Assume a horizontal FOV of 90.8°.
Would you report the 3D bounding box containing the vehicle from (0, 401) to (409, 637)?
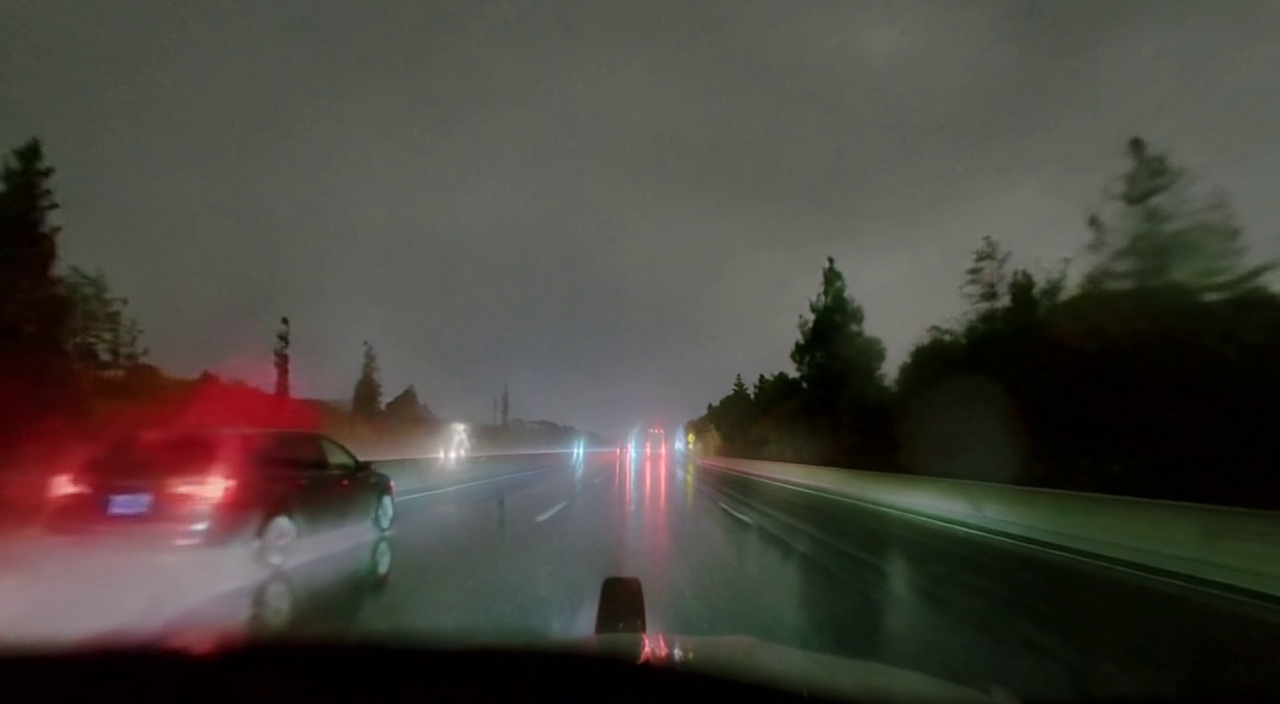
[{"bbox_3d":[-4.135,1.445,6.400,2.035,1.595,4.022,0,-9,0],"label":"vehicle"}]
